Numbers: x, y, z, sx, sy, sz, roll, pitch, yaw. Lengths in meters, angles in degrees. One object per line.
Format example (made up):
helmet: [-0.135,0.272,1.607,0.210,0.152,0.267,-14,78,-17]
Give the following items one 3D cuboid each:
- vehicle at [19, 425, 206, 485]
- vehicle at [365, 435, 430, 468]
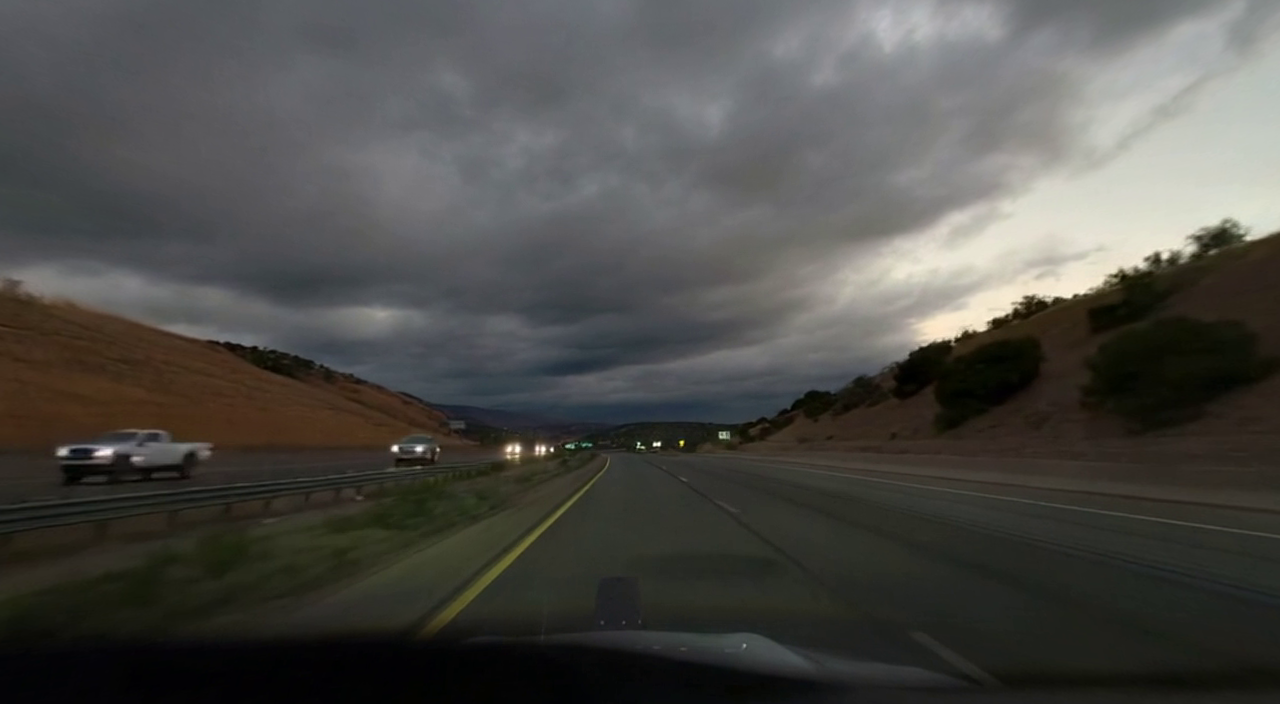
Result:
vehicle: [-17.784,3.501,21.714,2.130,1.800,4.990,0,-8,0]
vehicle: [-14.359,5.908,37.645,2.104,1.809,4.539,0,-8,-1]
